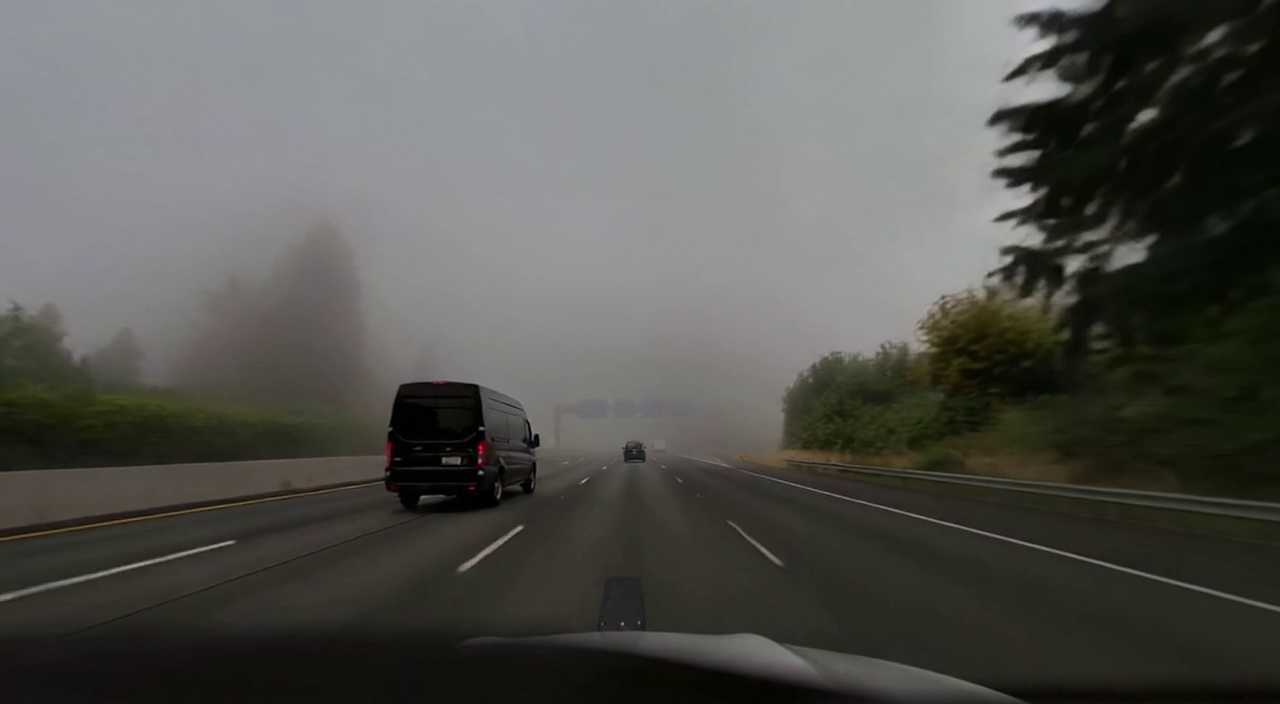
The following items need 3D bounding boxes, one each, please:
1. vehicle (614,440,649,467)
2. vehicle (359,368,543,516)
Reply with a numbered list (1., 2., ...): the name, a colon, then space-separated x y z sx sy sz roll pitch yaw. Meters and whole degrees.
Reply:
1. vehicle: -0.532 6.671 41.371 2.183 1.662 3.968 0 -9 0
2. vehicle: -3.942 2.100 14.695 2.382 2.736 5.982 0 -9 0
